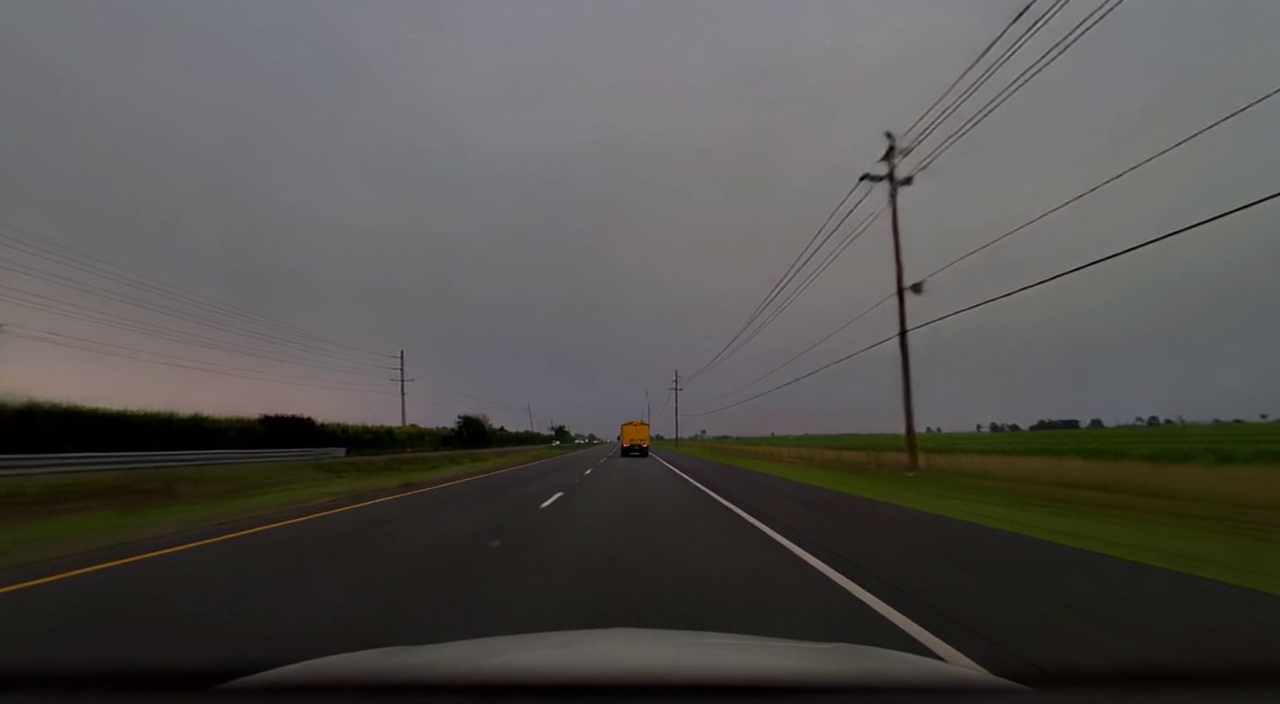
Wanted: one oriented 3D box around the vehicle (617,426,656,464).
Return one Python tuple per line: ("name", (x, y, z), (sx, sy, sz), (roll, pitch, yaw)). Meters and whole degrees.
("vehicle", (-0.266, 5.726, 38.770), (2.240, 2.129, 4.480), (0, -8, -2))
